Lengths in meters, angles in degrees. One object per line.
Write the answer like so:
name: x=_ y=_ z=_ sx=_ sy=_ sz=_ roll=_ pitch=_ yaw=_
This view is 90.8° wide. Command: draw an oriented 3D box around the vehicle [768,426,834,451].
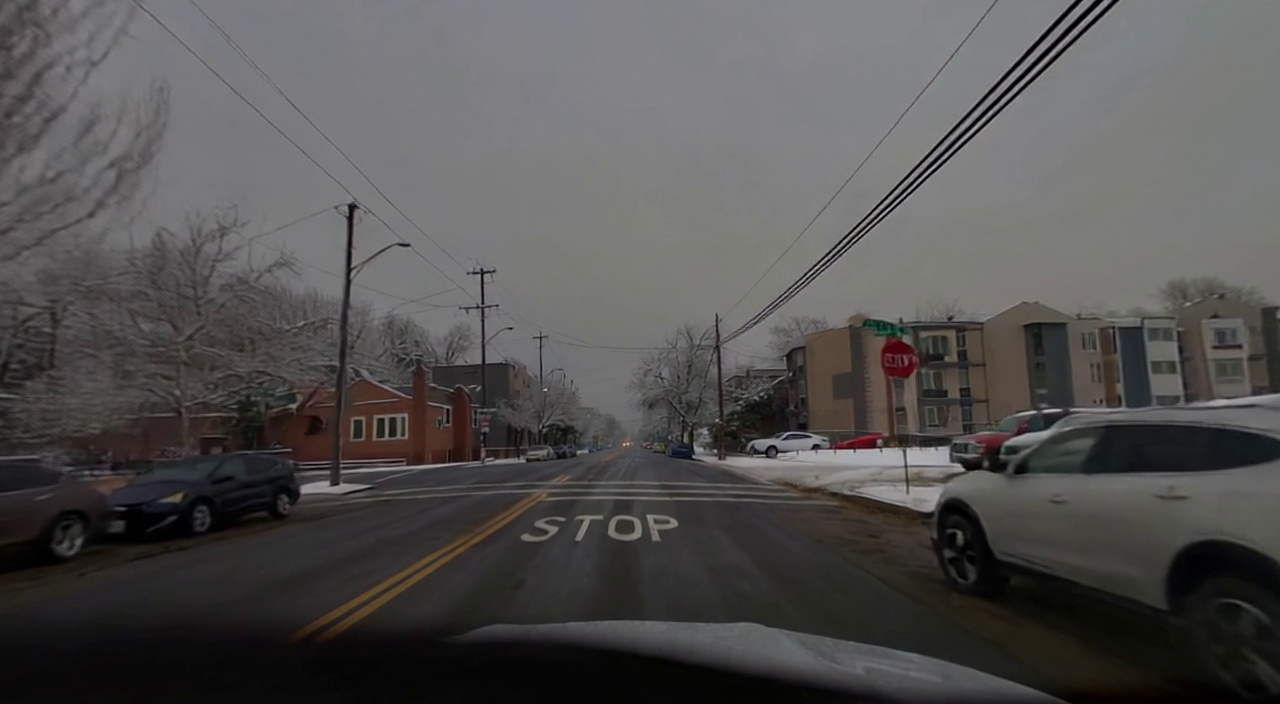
vehicle: x=11.325 y=6.091 z=44.301 sx=4.509 sy=1.664 sz=1.981 roll=5 pitch=-10 yaw=-34

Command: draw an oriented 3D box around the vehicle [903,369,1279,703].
vehicle: x=3.723 y=1.110 z=4.292 sx=1.976 sy=1.614 sz=4.052 roll=0 pitch=-8 yaw=-2

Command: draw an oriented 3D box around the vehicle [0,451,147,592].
vehicle: x=-7.871 y=1.809 z=6.515 sx=1.904 sy=1.488 sz=4.600 roll=0 pitch=-8 yaw=-1

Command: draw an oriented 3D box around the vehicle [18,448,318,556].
vehicle: x=-8.147 y=2.561 z=11.676 sx=2.018 sy=1.493 sz=4.693 roll=-1 pitch=-8 yaw=-1
